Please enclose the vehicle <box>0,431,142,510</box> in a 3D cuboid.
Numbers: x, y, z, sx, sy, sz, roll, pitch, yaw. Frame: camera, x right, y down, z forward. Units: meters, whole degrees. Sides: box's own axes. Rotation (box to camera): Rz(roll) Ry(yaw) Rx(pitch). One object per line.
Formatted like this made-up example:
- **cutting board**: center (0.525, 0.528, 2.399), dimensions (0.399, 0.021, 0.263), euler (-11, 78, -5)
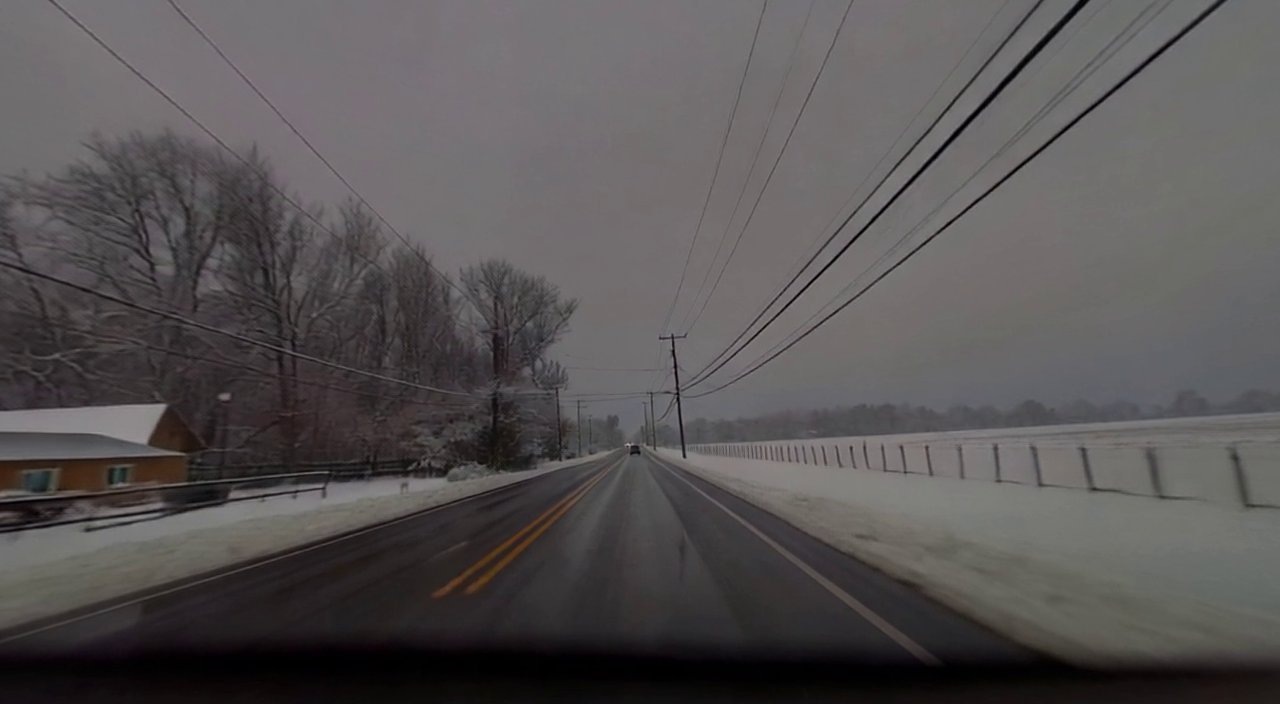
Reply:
- **vehicle**: center (-27.123, 5.171, 27.911), dimensions (2.681, 3.188, 7.534), euler (-4, -9, 18)
